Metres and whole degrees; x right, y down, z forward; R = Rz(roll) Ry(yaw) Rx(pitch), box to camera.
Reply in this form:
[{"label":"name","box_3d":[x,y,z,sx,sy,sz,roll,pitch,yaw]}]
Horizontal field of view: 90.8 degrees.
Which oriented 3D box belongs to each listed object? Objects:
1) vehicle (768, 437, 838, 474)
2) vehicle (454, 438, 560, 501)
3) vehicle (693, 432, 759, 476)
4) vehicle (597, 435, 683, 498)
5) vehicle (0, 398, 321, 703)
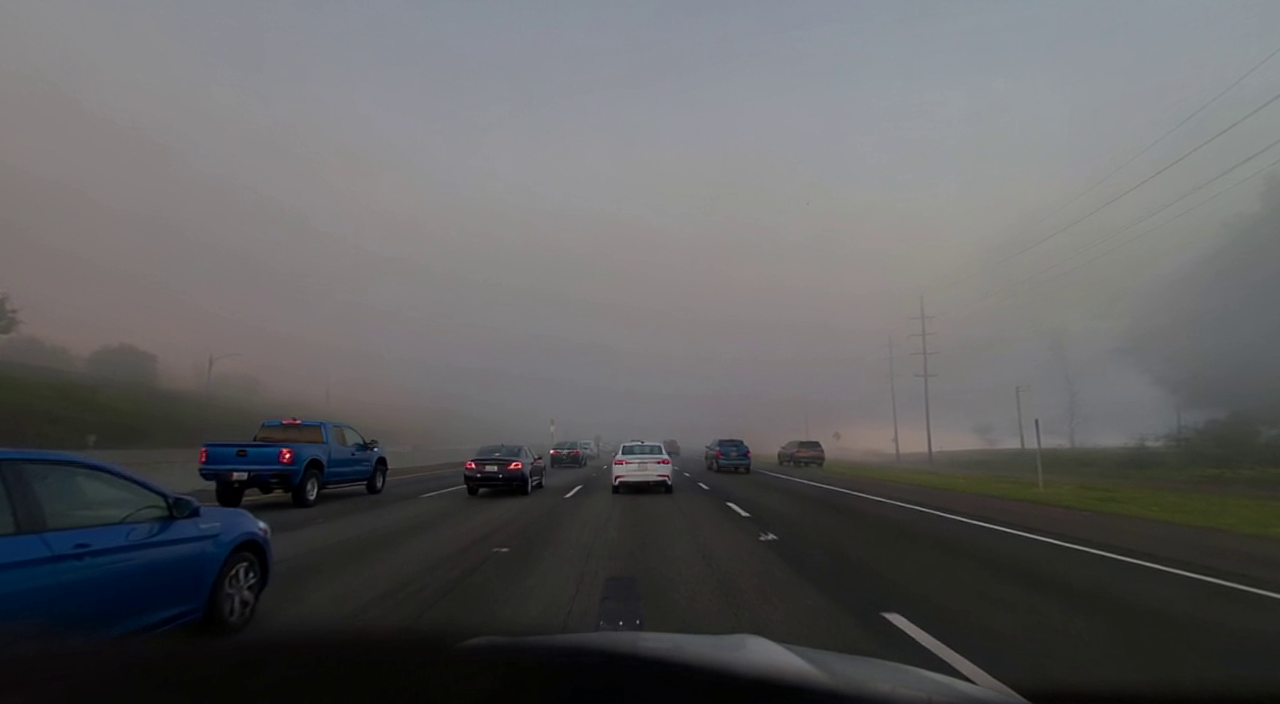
[{"label":"vehicle","box_3d":[7.815,4.997,30.823,1.969,1.608,4.865,0,-8,-1]},{"label":"vehicle","box_3d":[-3.362,3.035,16.796,1.899,1.437,4.131,0,-8,0]},{"label":"vehicle","box_3d":[3.786,4.599,28.849,2.113,1.800,5.376,0,-8,-2]},{"label":"vehicle","box_3d":[-0.027,3.126,17.708,2.102,1.499,4.439,0,-8,-1]},{"label":"vehicle","box_3d":[-3.696,0.981,2.933,1.955,1.481,4.604,0,-8,1]}]
